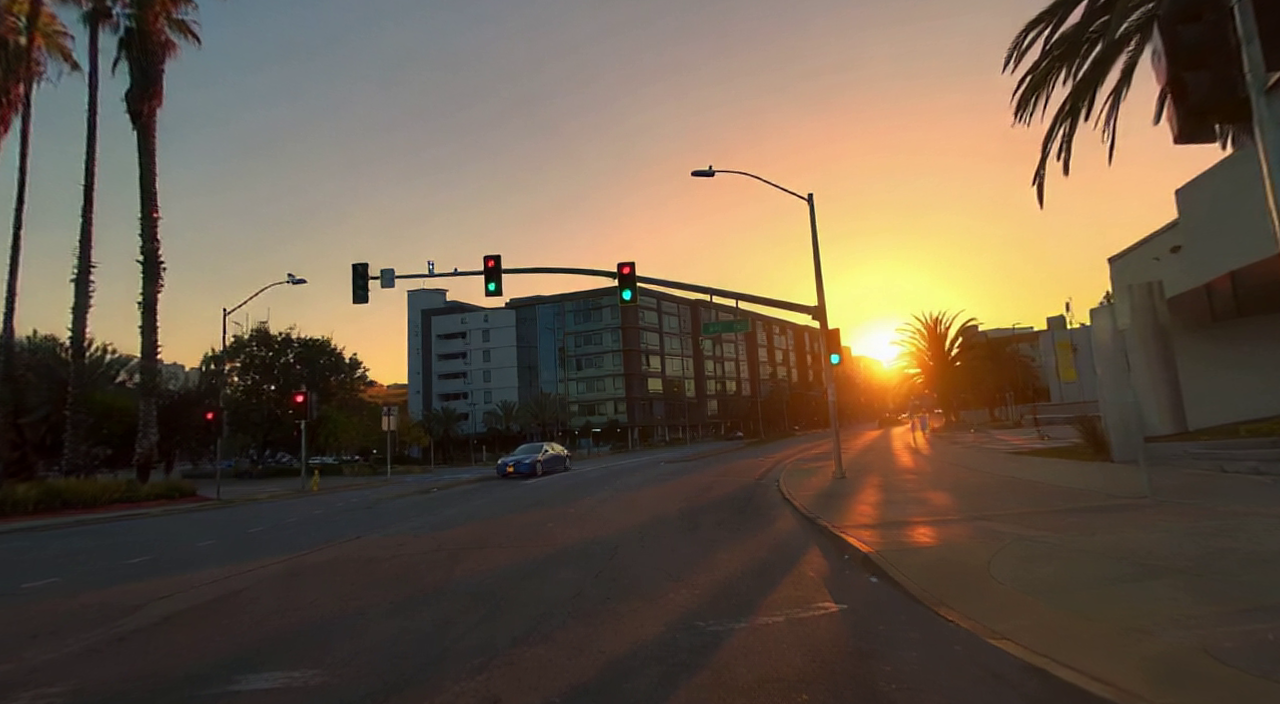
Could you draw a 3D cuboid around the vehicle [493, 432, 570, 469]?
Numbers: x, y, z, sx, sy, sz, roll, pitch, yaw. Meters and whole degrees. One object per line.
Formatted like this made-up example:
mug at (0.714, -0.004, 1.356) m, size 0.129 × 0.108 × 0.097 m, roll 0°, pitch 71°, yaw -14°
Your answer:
vehicle at (-5.649, 5.236, 33.629) m, size 2.181 × 1.792 × 4.648 m, roll -3°, pitch -9°, yaw 16°
